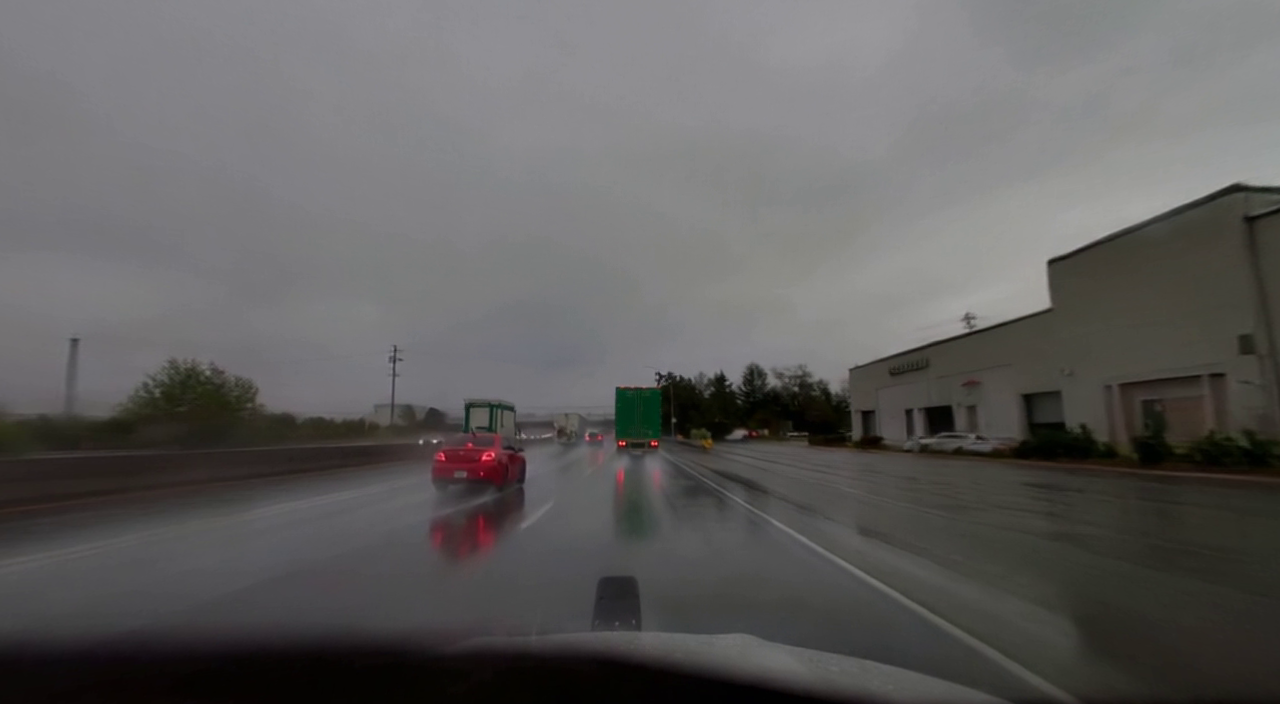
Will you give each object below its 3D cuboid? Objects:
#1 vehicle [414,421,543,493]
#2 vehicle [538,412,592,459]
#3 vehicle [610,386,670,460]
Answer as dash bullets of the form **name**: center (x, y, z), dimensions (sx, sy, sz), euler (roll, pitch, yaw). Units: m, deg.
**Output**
- **vehicle**: center (-4.060, 2.731, 16.885), dimensions (2.005, 1.602, 5.131), euler (0, -8, 1)
- **vehicle**: center (-4.617, 5.338, 40.102), dimensions (2.717, 2.714, 6.997), euler (0, -8, -2)
- **vehicle**: center (-0.127, 4.593, 39.875), dimensions (3.259, 4.066, 9.891), euler (0, -8, -2)
